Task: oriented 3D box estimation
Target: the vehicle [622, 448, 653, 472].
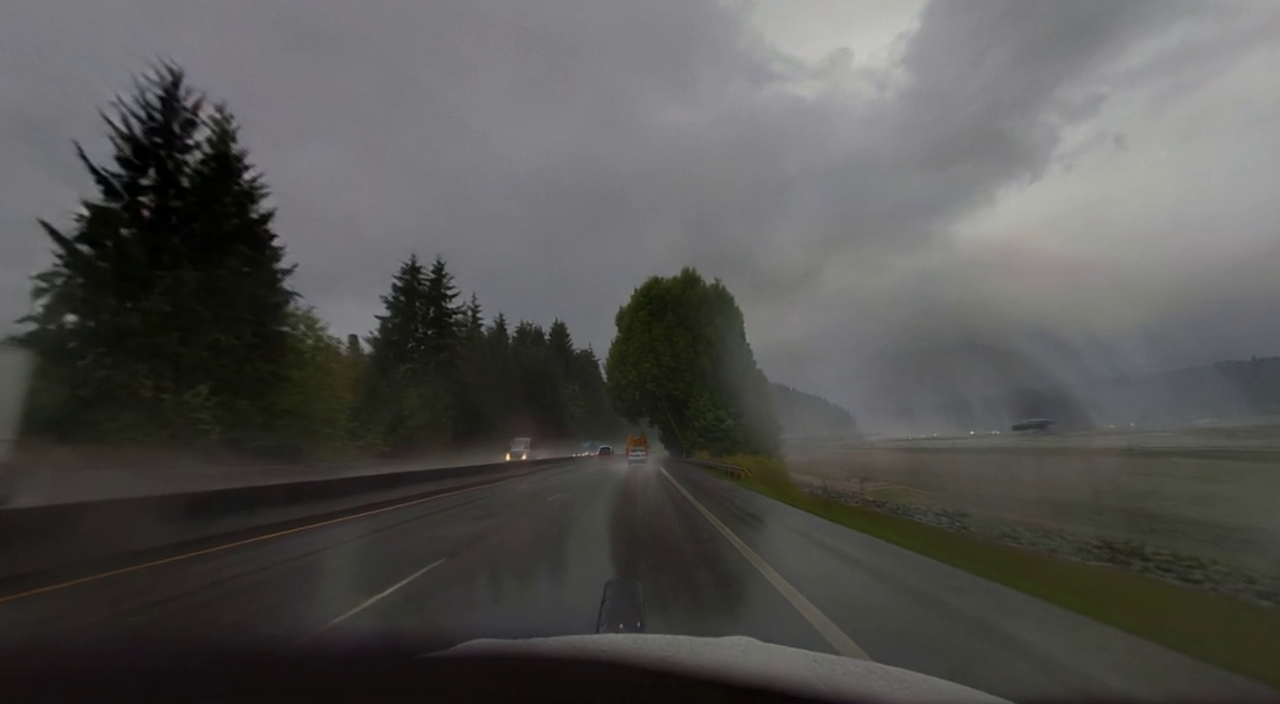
[{"bbox_3d":[-0.155,6.699,39.222,1.853,1.436,3.438,0,-9,-1],"label":"vehicle"}]
